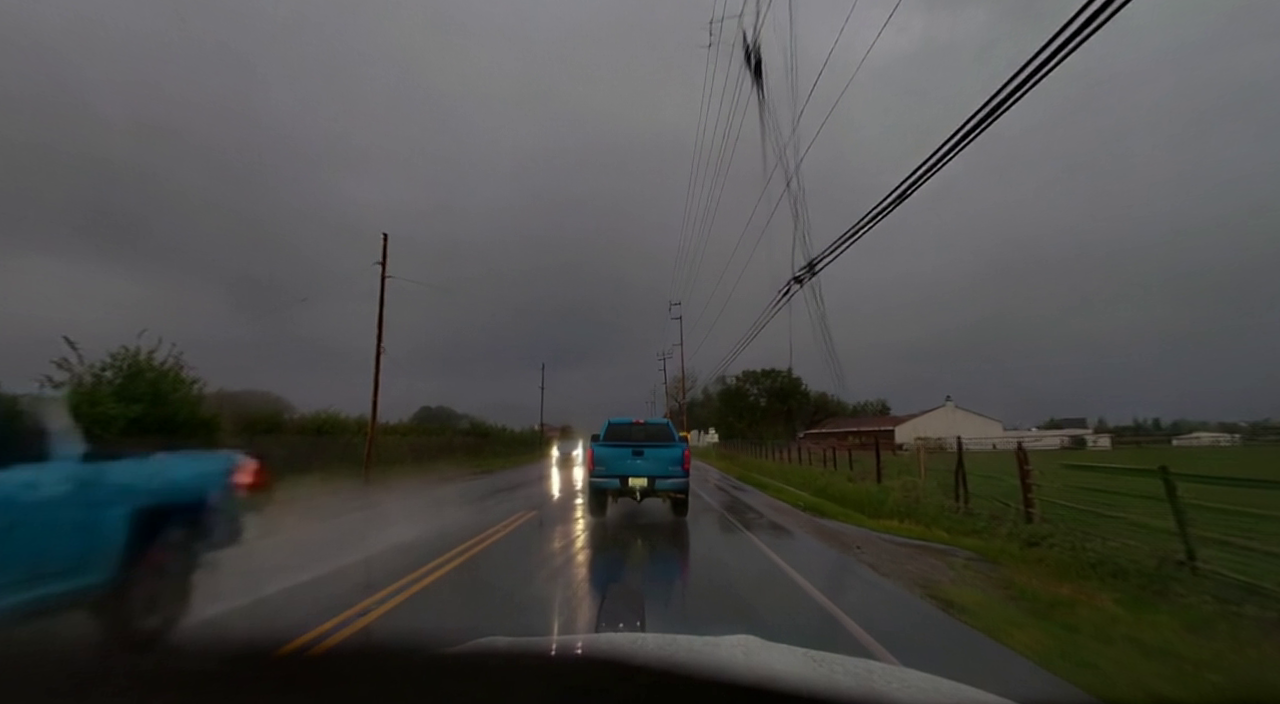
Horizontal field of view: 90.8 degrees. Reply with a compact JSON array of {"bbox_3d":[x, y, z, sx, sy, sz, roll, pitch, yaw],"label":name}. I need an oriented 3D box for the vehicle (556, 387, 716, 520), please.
[{"bbox_3d":[-0.110,2.150,13.714,2.693,2.223,5.885,0,-8,-1],"label":"vehicle"}]

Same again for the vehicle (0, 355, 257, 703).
[{"bbox_3d":[-4.383,0.882,2.949,2.077,1.805,4.891,0,-8,0],"label":"vehicle"}]
